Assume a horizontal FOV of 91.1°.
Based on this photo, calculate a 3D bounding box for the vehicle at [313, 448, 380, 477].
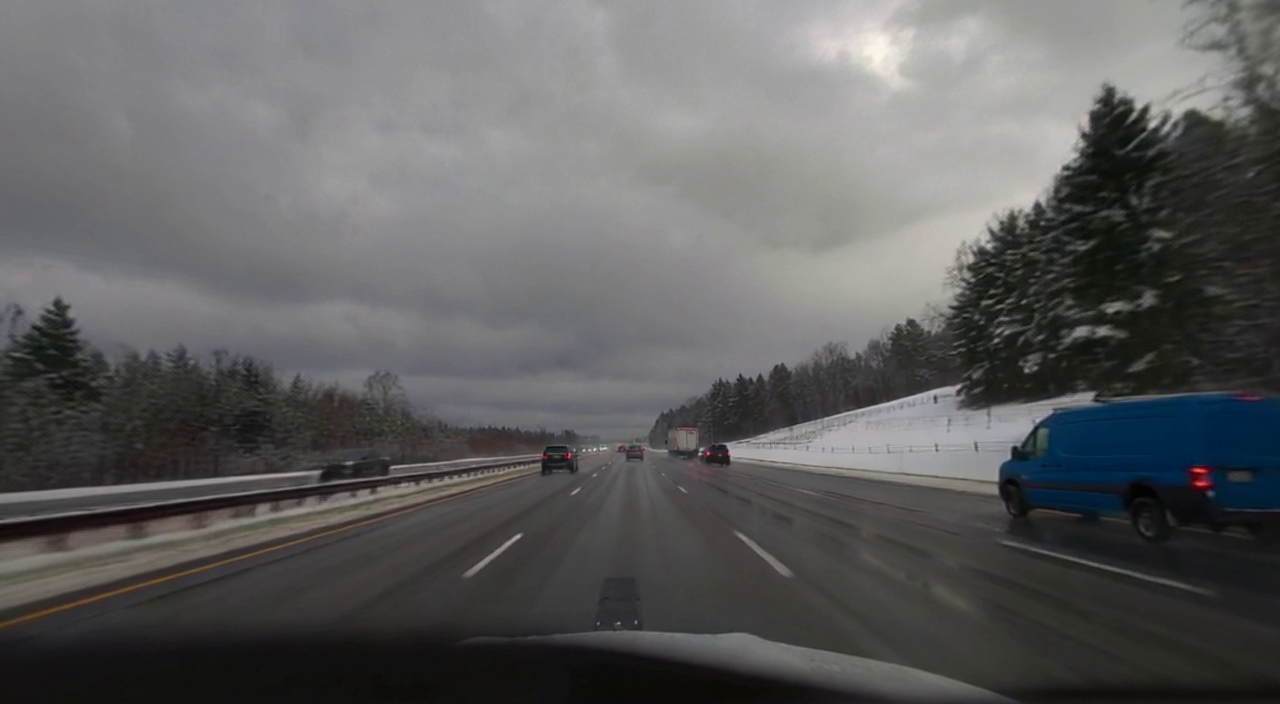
[{"bbox_3d":[-15.210,5.707,32.759,1.834,1.406,3.539,0,-9,-2],"label":"vehicle"}]

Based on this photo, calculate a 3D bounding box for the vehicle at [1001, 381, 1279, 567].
[{"bbox_3d":[7.746,1.636,8.957,2.133,1.933,4.986,0,-9,-1],"label":"vehicle"}]

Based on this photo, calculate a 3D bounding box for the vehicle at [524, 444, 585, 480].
[{"bbox_3d":[-3.831,5.030,29.030,2.160,1.530,4.500,0,-9,0],"label":"vehicle"}]

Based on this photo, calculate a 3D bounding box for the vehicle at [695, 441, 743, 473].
[{"bbox_3d":[4.347,5.882,35.346,2.069,1.625,4.832,0,-9,0],"label":"vehicle"}]
